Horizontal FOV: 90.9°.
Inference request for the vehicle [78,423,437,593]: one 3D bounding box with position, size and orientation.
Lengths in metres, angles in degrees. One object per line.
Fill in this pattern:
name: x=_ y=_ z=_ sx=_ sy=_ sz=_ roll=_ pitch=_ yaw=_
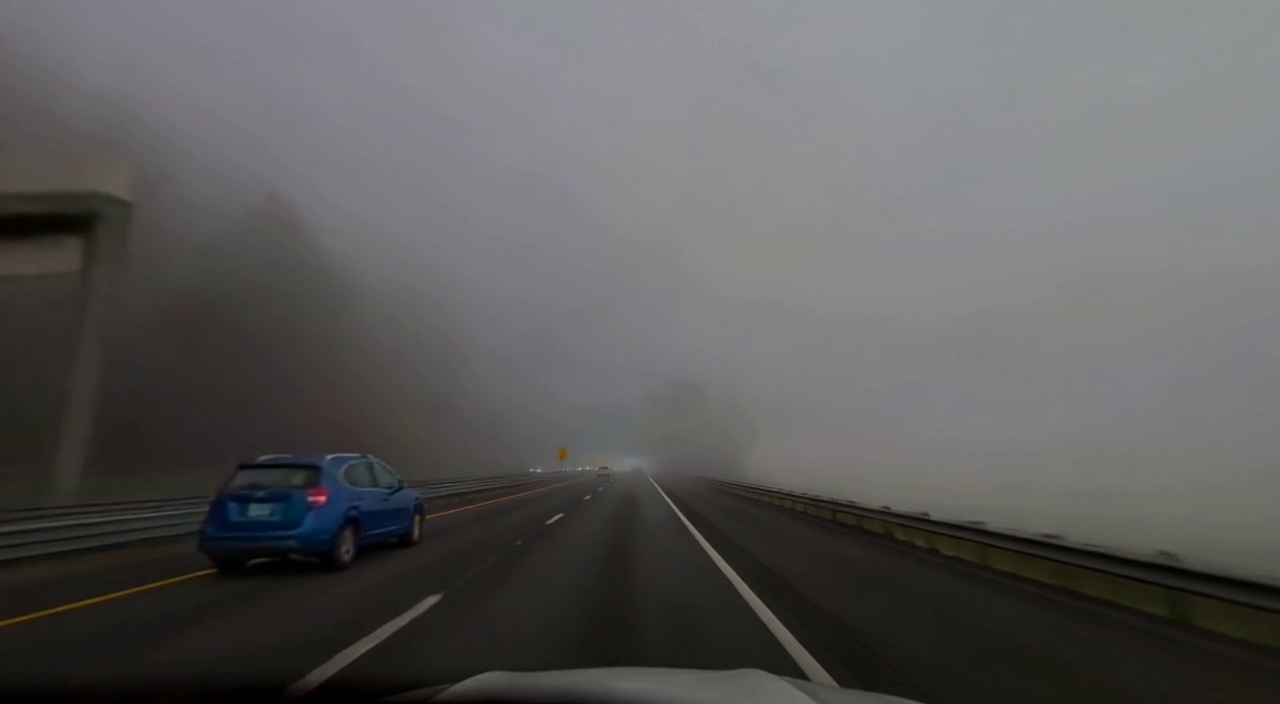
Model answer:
vehicle: x=-4.466 y=1.924 z=8.402 sx=2.042 sy=1.629 sz=4.276 roll=1 pitch=-10 yaw=0
